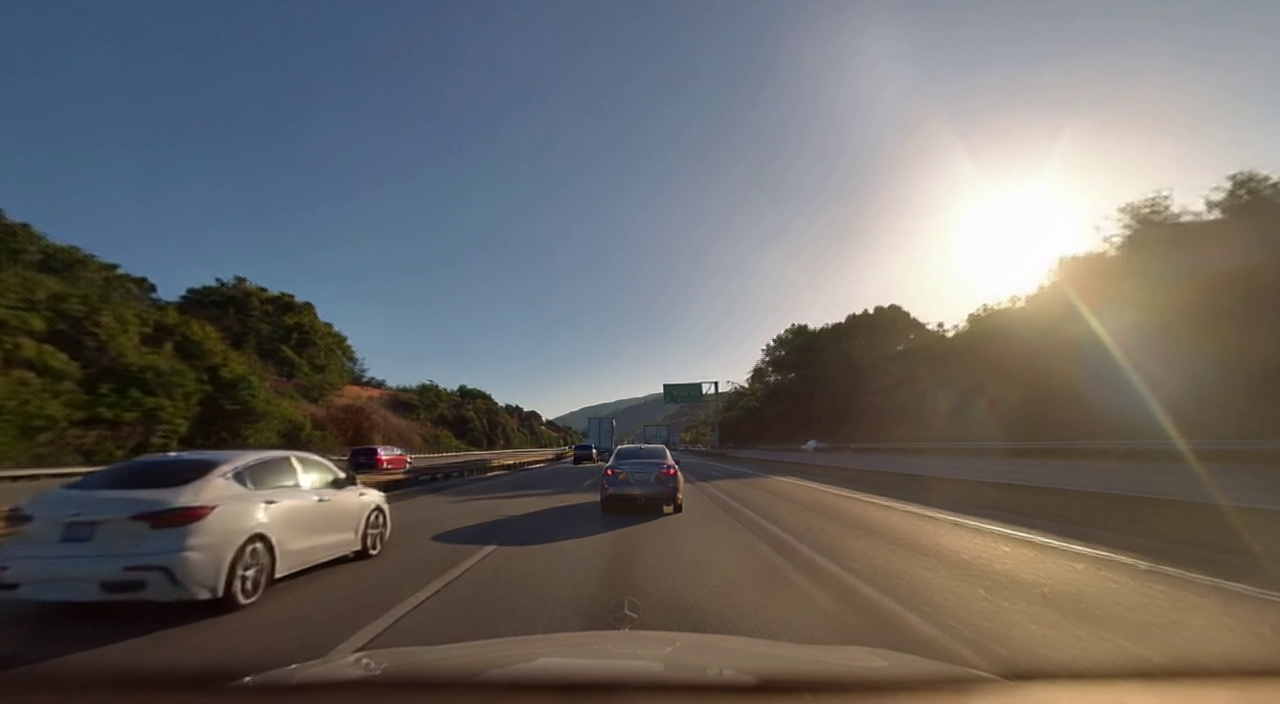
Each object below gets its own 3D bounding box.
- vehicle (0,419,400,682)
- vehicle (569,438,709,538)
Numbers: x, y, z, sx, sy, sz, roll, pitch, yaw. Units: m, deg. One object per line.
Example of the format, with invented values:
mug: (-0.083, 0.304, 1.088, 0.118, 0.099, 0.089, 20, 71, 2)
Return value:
vehicle: (-4.084, 1.499, 5.906, 1.929, 1.509, 4.331, 0, -9, 1)
vehicle: (-0.040, 2.318, 11.334, 2.057, 1.449, 3.931, 0, -9, -1)
